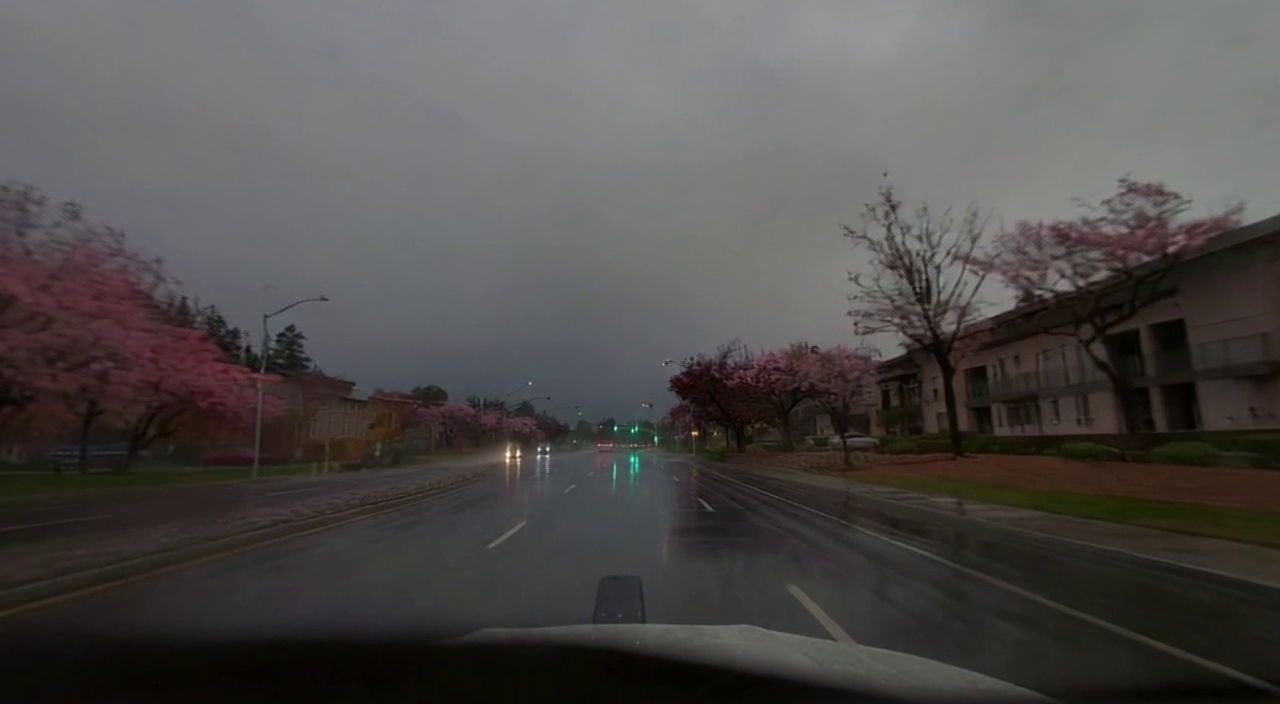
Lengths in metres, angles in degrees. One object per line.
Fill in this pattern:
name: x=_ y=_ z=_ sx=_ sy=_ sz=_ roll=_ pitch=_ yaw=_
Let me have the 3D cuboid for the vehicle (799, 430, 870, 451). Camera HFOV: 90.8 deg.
vehicle: x=15.204 y=6.954 z=49.537 sx=4.877 sy=1.592 sz=1.913 roll=0 pitch=-8 yaw=2
